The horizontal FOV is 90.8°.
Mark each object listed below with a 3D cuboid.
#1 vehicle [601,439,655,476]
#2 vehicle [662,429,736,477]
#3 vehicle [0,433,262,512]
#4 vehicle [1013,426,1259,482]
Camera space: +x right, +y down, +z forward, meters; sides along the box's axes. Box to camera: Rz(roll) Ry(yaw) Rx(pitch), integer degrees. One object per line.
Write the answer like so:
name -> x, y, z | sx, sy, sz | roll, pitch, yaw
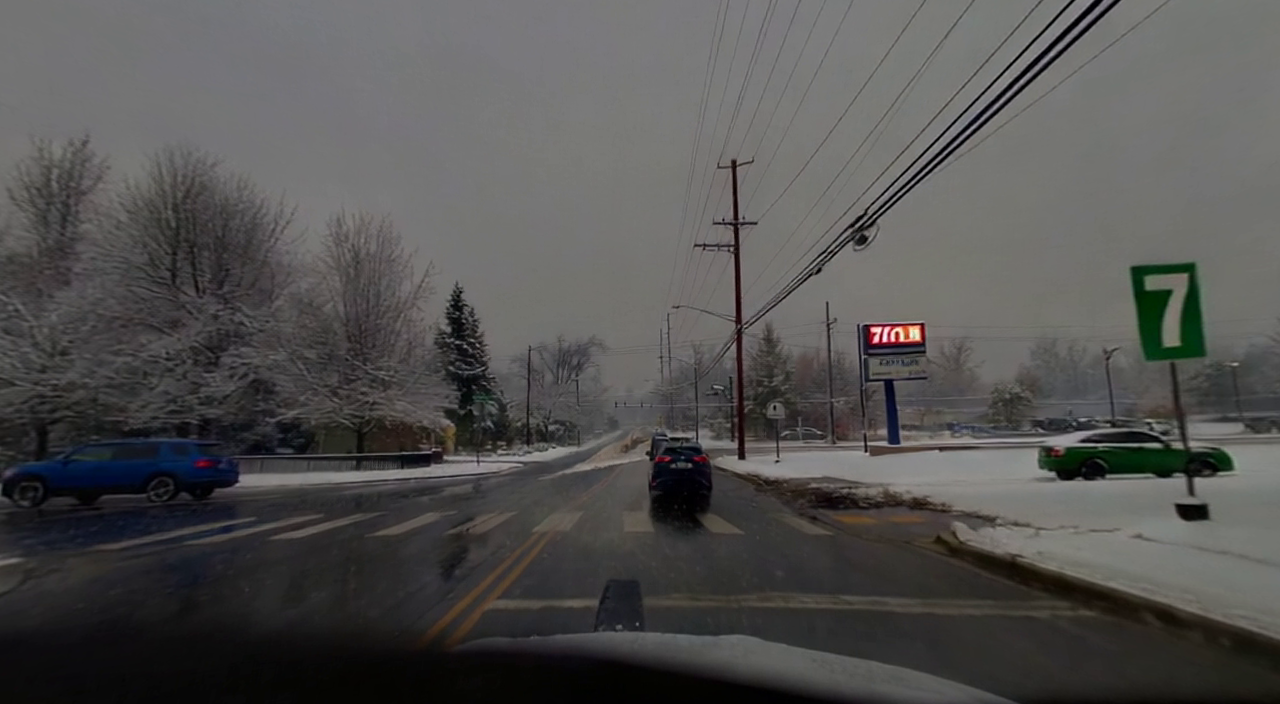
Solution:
vehicle -> -0.578, 4.415, 26.696 | 1.874, 1.427, 3.976 | 1, -9, -6
vehicle -> 2.439, 4.412, 27.740 | 2.553, 1.868, 5.536 | 0, -8, -2
vehicle -> -13.792, 3.142, 16.814 | 5.866, 1.904, 2.197 | 1, -9, -6
vehicle -> 13.123, 2.736, 17.002 | 4.872, 1.400, 1.955 | 0, -8, 3
